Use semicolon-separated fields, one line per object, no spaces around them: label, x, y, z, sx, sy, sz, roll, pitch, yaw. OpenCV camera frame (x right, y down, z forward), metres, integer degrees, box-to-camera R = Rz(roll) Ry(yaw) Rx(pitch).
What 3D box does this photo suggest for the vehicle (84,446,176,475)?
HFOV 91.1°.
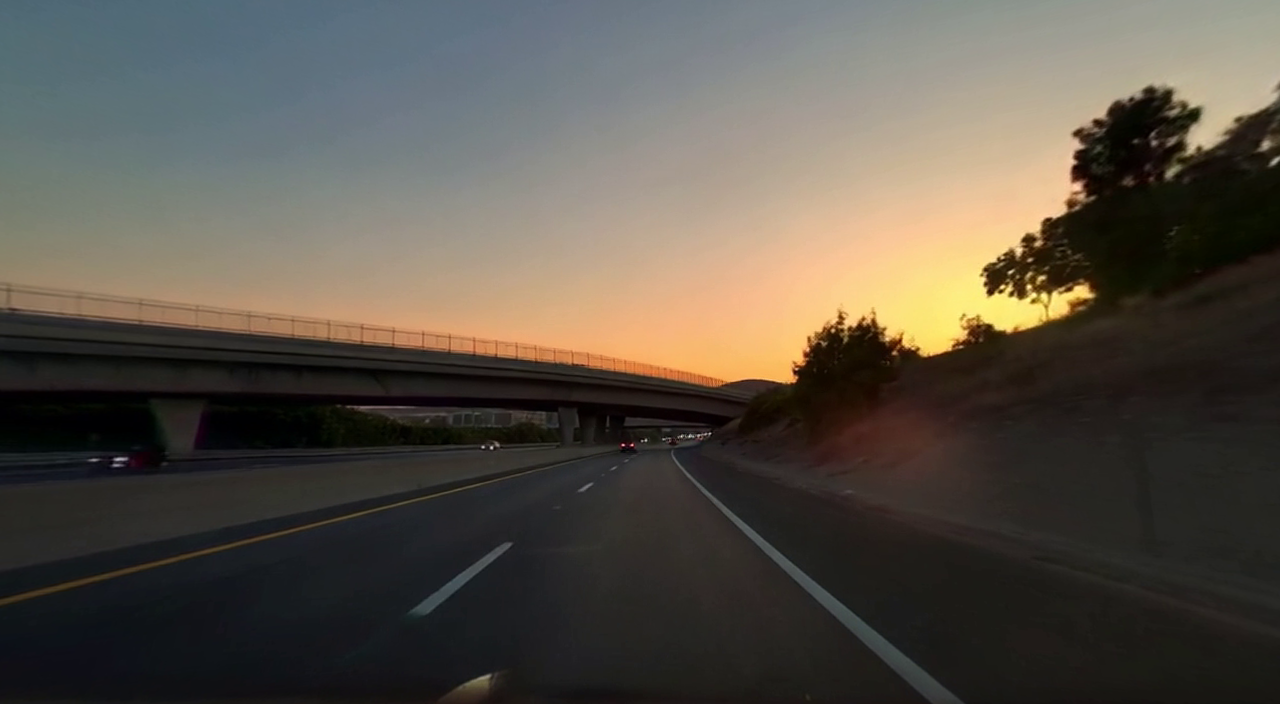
vehicle;-31.709;6.728;39.207;1.904;1.716;4.413;-1;-8;1
